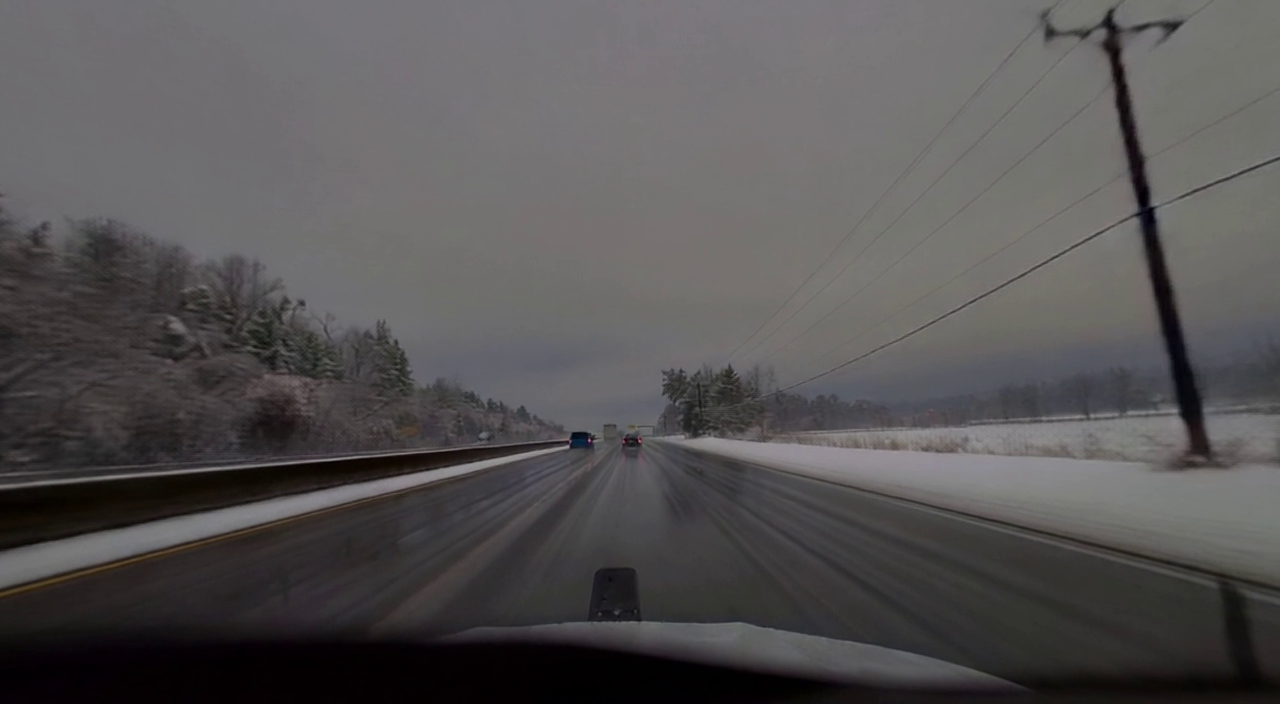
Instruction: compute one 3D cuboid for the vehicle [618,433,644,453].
[{"bbox_3d":[-0.706,7.019,48.581,1.890,1.472,3.716,0,-8,-2],"label":"vehicle"}]
